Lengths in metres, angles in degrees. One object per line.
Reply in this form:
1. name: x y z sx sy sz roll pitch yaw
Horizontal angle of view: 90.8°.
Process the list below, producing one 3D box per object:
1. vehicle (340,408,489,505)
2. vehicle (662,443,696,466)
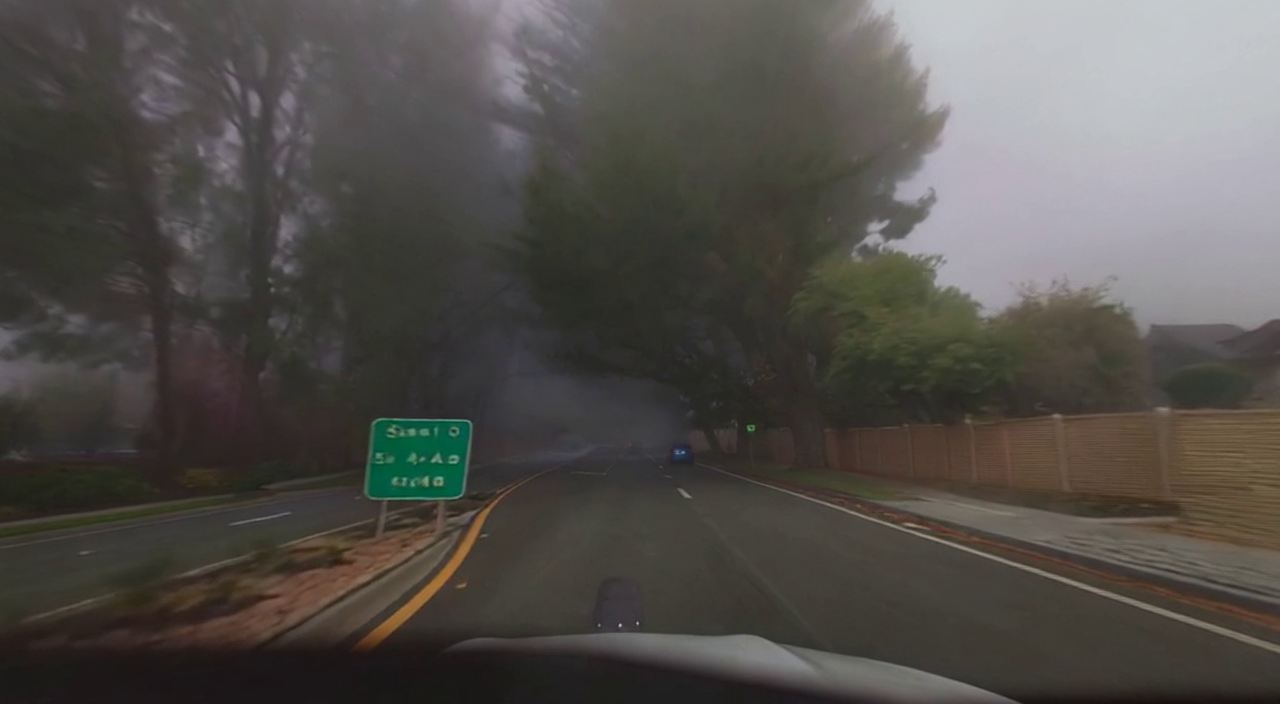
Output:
1. vehicle: -6.592 3.157 19.448 2.430 2.517 5.772 0 -8 0
2. vehicle: 2.620 6.992 43.249 1.991 1.476 4.153 0 -9 -1
